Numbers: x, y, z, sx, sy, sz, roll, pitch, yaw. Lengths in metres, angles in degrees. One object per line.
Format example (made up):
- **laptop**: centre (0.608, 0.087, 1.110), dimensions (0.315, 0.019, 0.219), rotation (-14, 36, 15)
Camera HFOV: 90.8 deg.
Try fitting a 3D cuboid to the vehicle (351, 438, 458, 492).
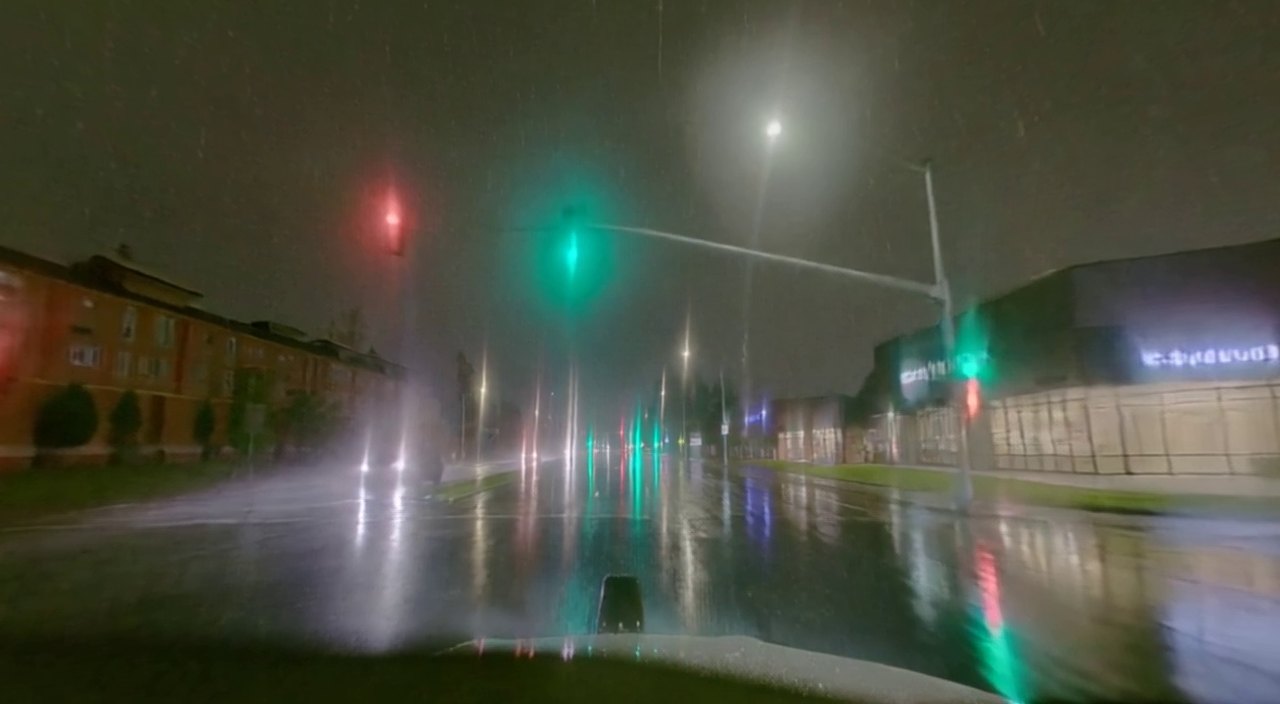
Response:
- **vehicle**: centre (-7.731, 3.807, 21.260), dimensions (2.011, 1.490, 4.472), rotation (-3, -10, -2)
